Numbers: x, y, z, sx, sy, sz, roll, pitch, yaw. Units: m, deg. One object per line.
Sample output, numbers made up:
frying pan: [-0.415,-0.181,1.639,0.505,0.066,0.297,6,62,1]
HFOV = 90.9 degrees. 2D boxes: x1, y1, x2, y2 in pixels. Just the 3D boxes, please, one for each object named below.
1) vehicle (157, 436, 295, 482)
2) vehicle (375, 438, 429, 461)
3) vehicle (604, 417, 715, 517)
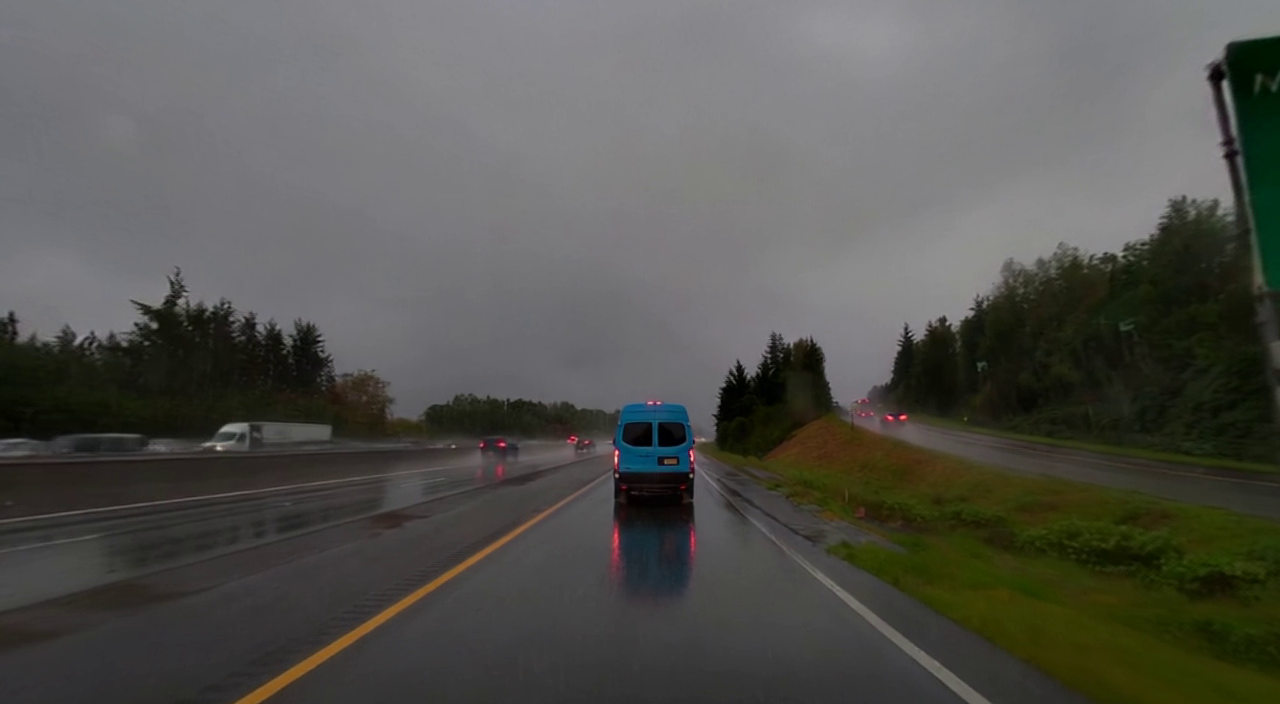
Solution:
vehicle: [-16.127,4.164,24.934,2.046,1.585,4.743,-1,-8,3]
vehicle: [-18.378,7.522,48.935,2.160,1.691,4.601,-1,-8,3]
vehicle: [0.309,2.456,13.991,2.043,1.821,4.558,0,-8,-1]
